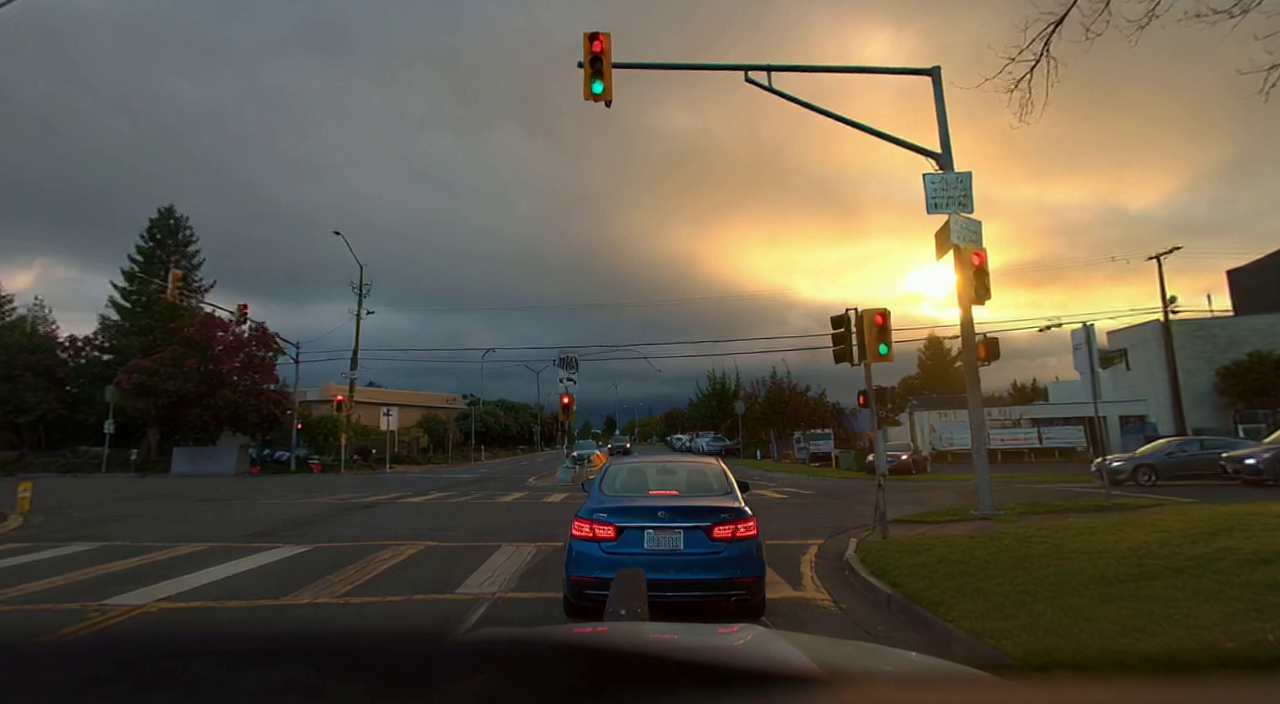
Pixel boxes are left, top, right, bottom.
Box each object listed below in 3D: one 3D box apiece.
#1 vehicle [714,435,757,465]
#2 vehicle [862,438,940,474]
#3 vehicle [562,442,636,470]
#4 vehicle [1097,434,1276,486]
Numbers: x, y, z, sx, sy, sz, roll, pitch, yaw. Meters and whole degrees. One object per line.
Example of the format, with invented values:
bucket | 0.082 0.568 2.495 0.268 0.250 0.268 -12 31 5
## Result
vehicle | 6.950 7.154 46.114 1.491 2.041 2.964 6 -9 -34
vehicle | 12.401 5.039 30.267 1.922 1.529 3.964 0 -12 -1
vehicle | -2.447 6.152 37.559 3.991 1.526 1.868 -4 -9 30
vehicle | 16.787 3.316 19.504 3.876 1.512 1.784 0 -8 -2
